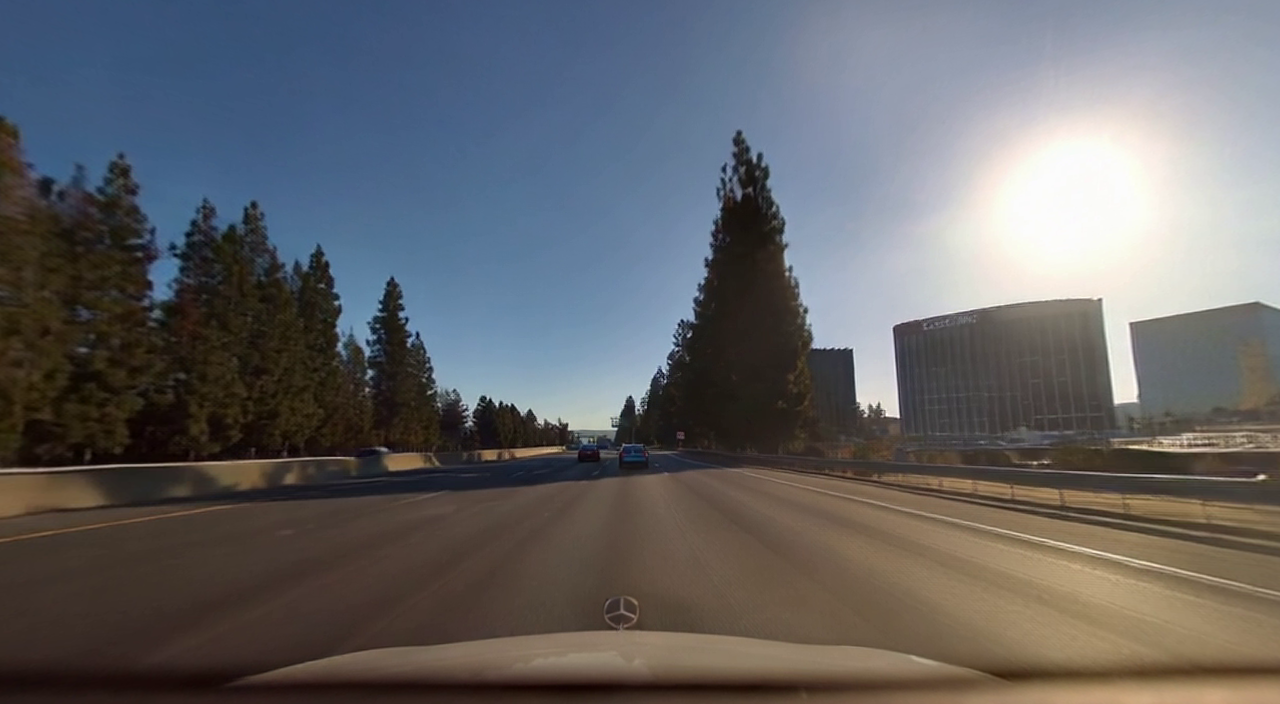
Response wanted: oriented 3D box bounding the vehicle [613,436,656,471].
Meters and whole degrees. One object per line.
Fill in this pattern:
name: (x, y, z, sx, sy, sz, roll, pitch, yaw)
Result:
vehicle: (-0.325, 5.756, 35.948, 2.302, 1.810, 4.707, 0, -8, -1)
